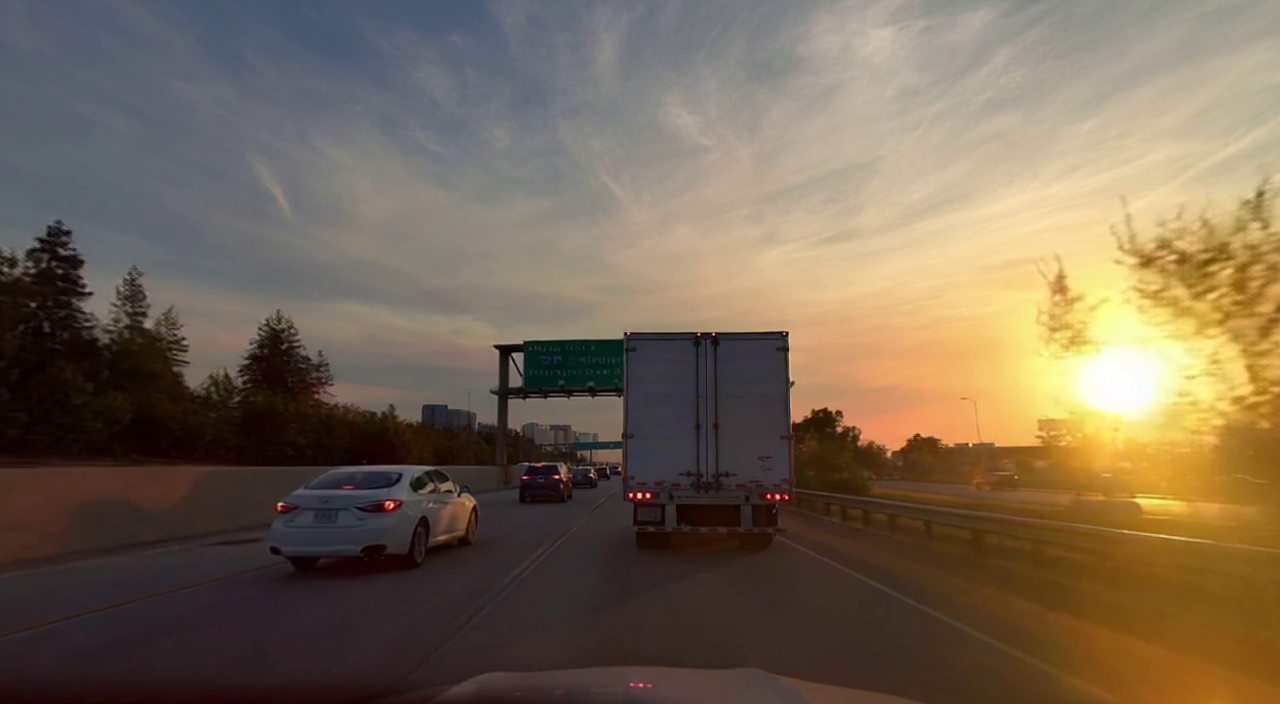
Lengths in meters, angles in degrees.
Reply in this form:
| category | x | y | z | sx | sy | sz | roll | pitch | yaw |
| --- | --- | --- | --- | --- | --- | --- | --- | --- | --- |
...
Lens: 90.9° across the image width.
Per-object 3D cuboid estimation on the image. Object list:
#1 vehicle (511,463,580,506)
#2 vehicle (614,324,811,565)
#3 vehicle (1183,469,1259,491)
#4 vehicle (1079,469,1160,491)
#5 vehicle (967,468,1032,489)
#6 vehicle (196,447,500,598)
| category | x | y | z | sx | sy | sz | roll | pitch | yaw |
| --- | --- | --- | --- | --- | --- | --- | --- | --- | --- |
| vehicle | -3.636 | 5.230 | 25.123 | 1.964 | 1.482 | 4.371 | 0 | -11 | 1 |
| vehicle | 1.077 | 2.115 | 13.656 | 2.831 | 3.529 | 8.689 | 1 | -11 | 0 |
| vehicle | 42.750 | 9.413 | 46.382 | 3.974 | 1.485 | 1.709 | 1 | -11 | -4 |
| vehicle | 35.239 | 9.431 | 46.425 | 4.299 | 1.465 | 1.807 | -1 | -11 | 8 |
| vehicle | 28.249 | 9.947 | 49.601 | 4.107 | 1.485 | 1.796 | -3 | -11 | 20 |
| vehicle | -3.528 | 2.191 | 8.881 | 1.983 | 1.509 | 4.679 | 1 | -11 | 1 |
